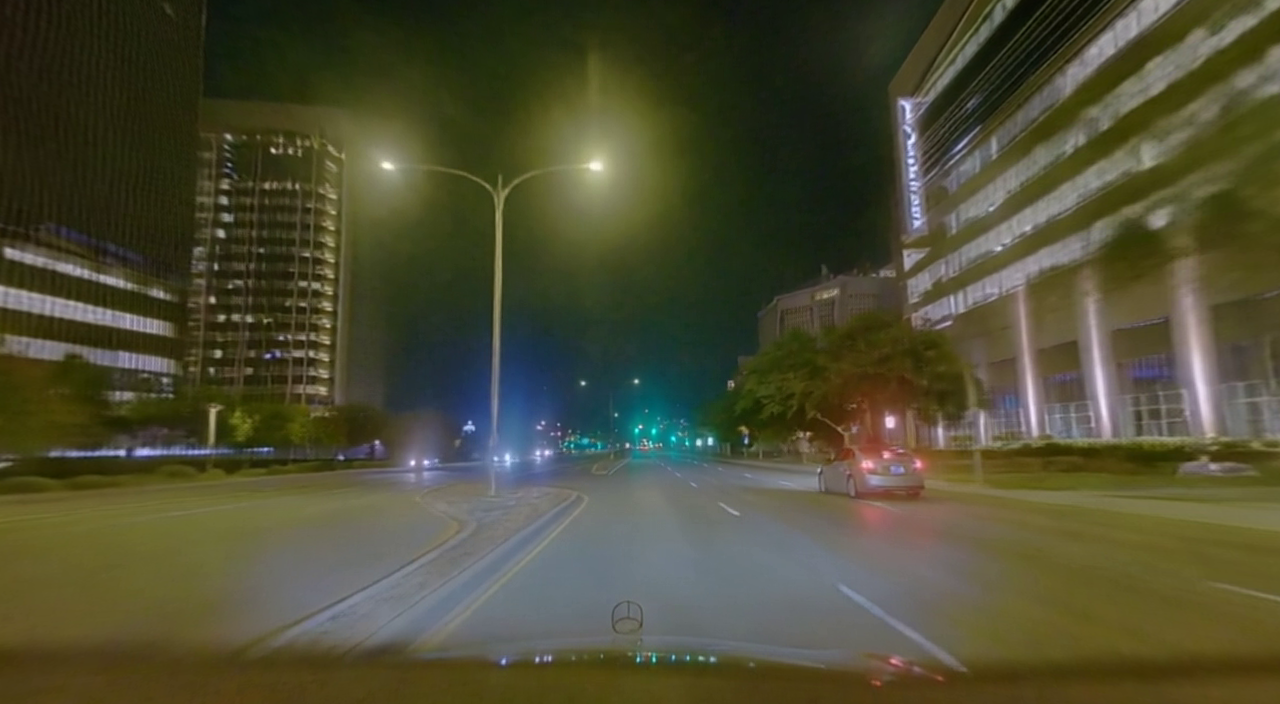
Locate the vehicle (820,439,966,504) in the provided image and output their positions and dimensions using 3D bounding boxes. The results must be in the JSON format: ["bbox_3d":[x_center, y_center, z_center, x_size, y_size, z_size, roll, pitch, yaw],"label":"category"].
[{"bbox_3d":[6.629,3.158,17.226,1.913,1.504,4.738,0,-9,-1],"label":"vehicle"}]
